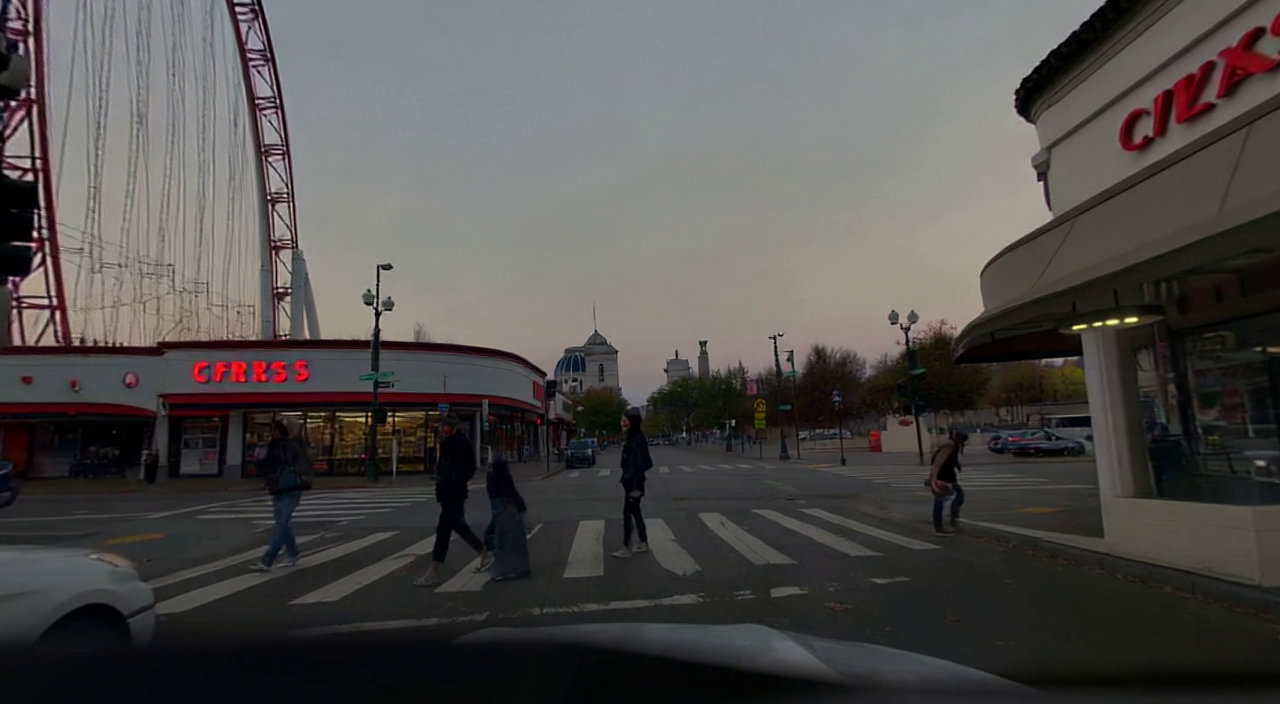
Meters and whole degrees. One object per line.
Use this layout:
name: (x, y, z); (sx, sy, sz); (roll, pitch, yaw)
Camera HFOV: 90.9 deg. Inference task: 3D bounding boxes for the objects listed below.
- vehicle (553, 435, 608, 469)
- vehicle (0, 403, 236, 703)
vehicle: (-3.885, 6.364, 40.264); (2.549, 2.000, 5.699); (2, -9, -15)
vehicle: (-3.372, 0.785, 1.182); (1.940, 1.505, 4.676); (-1, -9, 3)
